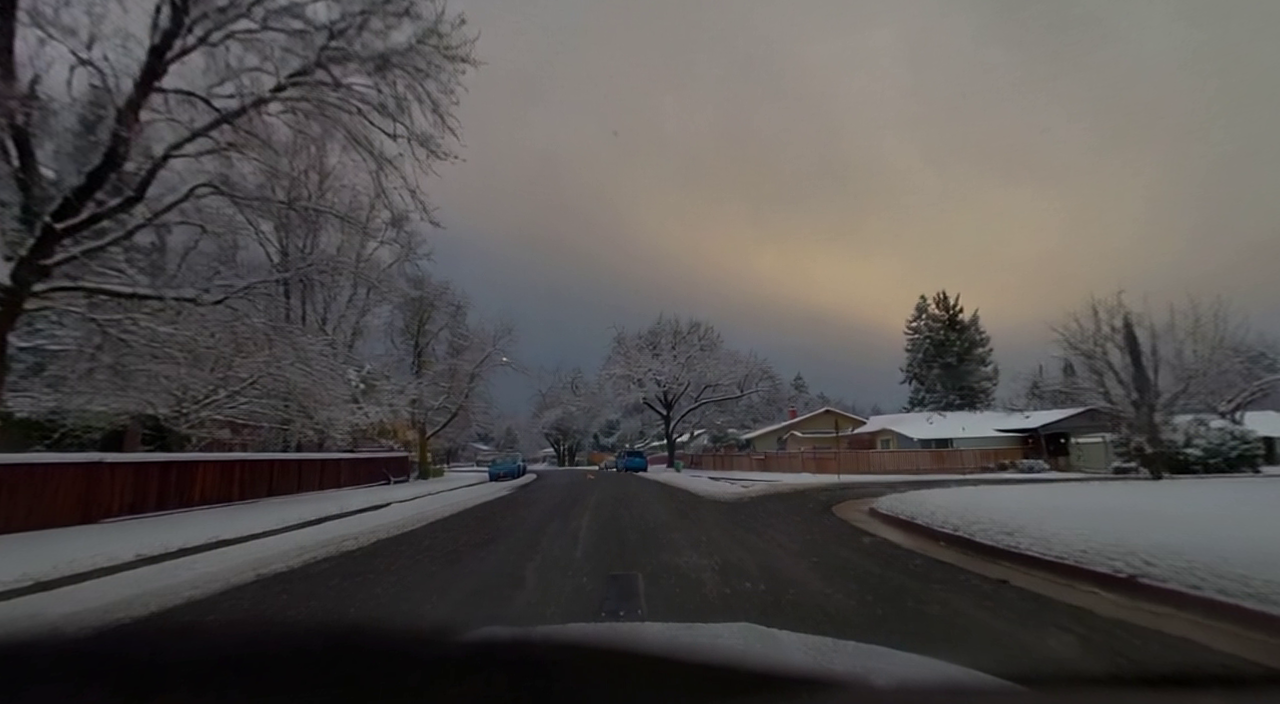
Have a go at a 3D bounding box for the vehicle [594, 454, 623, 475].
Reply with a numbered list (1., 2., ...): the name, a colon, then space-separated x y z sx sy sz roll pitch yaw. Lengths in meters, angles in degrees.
1. vehicle: -2.411 8.481 47.879 2.064 1.477 3.968 1 -9 -4
